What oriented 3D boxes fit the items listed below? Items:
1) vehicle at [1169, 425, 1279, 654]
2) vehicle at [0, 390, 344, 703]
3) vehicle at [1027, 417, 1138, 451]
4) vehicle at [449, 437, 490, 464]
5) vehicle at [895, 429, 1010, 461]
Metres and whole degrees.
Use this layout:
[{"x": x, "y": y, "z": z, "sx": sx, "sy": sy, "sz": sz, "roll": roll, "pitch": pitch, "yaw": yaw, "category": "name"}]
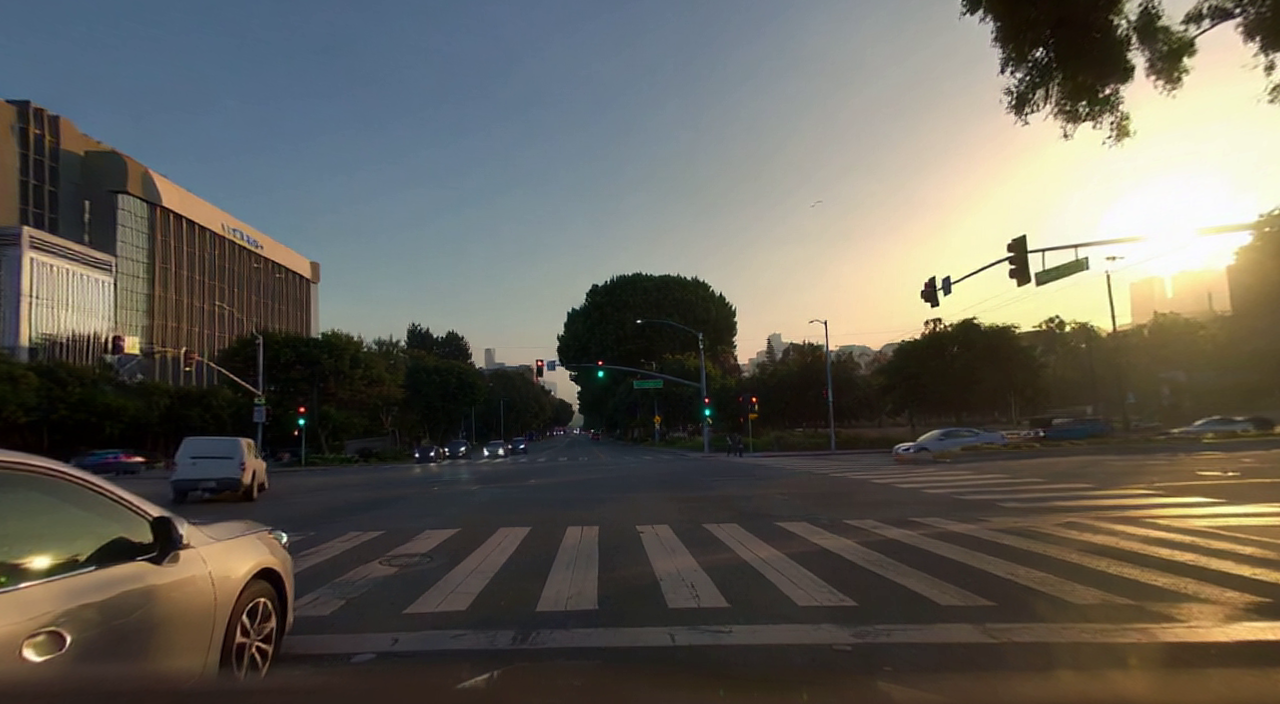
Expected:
[{"x": 4.940, "y": 0.982, "z": 2.559, "sx": 1.949, "sy": 1.449, "sz": 4.530, "roll": -1, "pitch": -8, "yaw": 5, "category": "vehicle"}, {"x": -3.068, "y": 0.886, "z": 2.153, "sx": 1.919, "sy": 1.478, "sz": 4.720, "roll": 0, "pitch": -8, "yaw": -1, "category": "vehicle"}, {"x": 24.485, "y": 4.547, "z": 35.087, "sx": 4.611, "sy": 1.797, "sz": 2.096, "roll": 0, "pitch": -8, "yaw": -2, "category": "vehicle"}, {"x": -12.797, "y": 7.412, "z": 47.603, "sx": 2.051, "sy": 1.715, "sz": 4.346, "roll": -2, "pitch": -6, "yaw": -2, "category": "vehicle"}, {"x": 15.554, "y": 4.643, "z": 31.619, "sx": 4.660, "sy": 1.495, "sz": 2.007, "roll": 0, "pitch": -8, "yaw": -2, "category": "vehicle"}]
